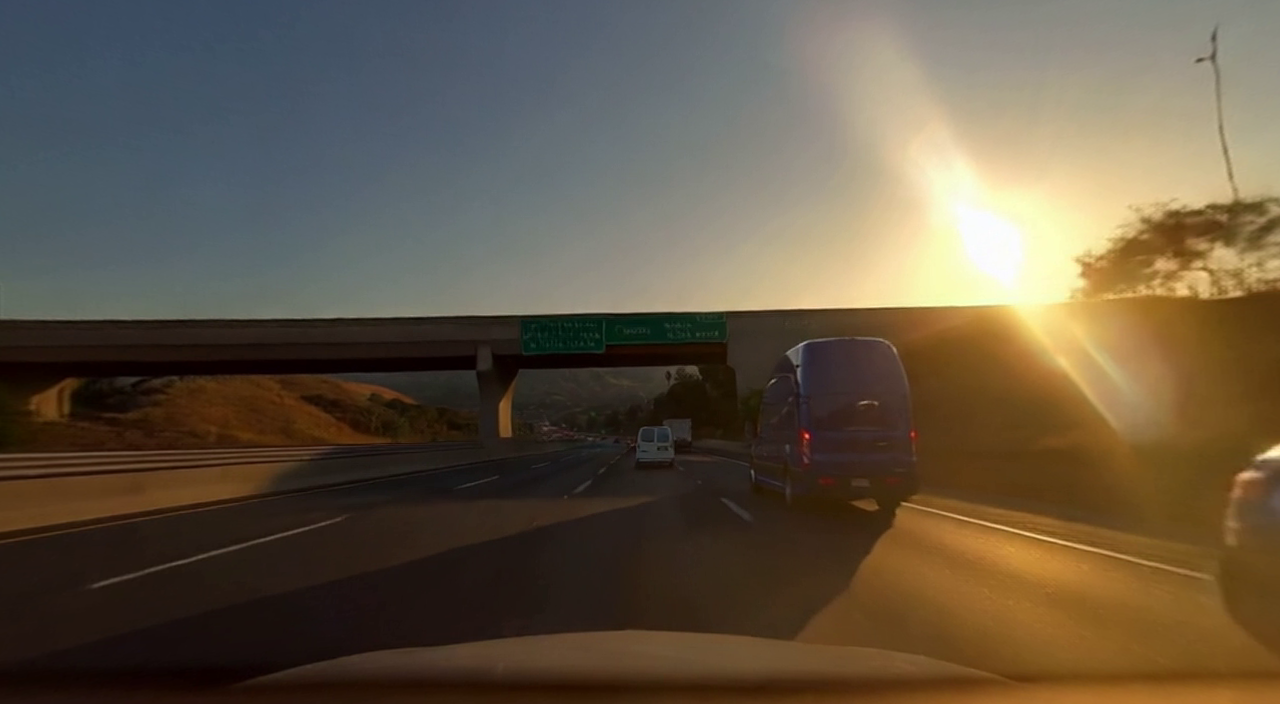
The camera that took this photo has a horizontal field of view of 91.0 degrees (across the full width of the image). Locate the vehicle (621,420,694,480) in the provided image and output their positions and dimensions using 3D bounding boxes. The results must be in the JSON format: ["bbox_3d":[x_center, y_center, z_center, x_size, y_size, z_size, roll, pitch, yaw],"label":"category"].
[{"bbox_3d":[0.627,3.639,23.590,2.469,2.027,4.554,0,-8,1],"label":"vehicle"}]

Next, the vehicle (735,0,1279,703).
[{"bbox_3d":[3.967,-0.023,5.081,3.892,4.216,16.830,0,-8,0],"label":"vehicle"}]
